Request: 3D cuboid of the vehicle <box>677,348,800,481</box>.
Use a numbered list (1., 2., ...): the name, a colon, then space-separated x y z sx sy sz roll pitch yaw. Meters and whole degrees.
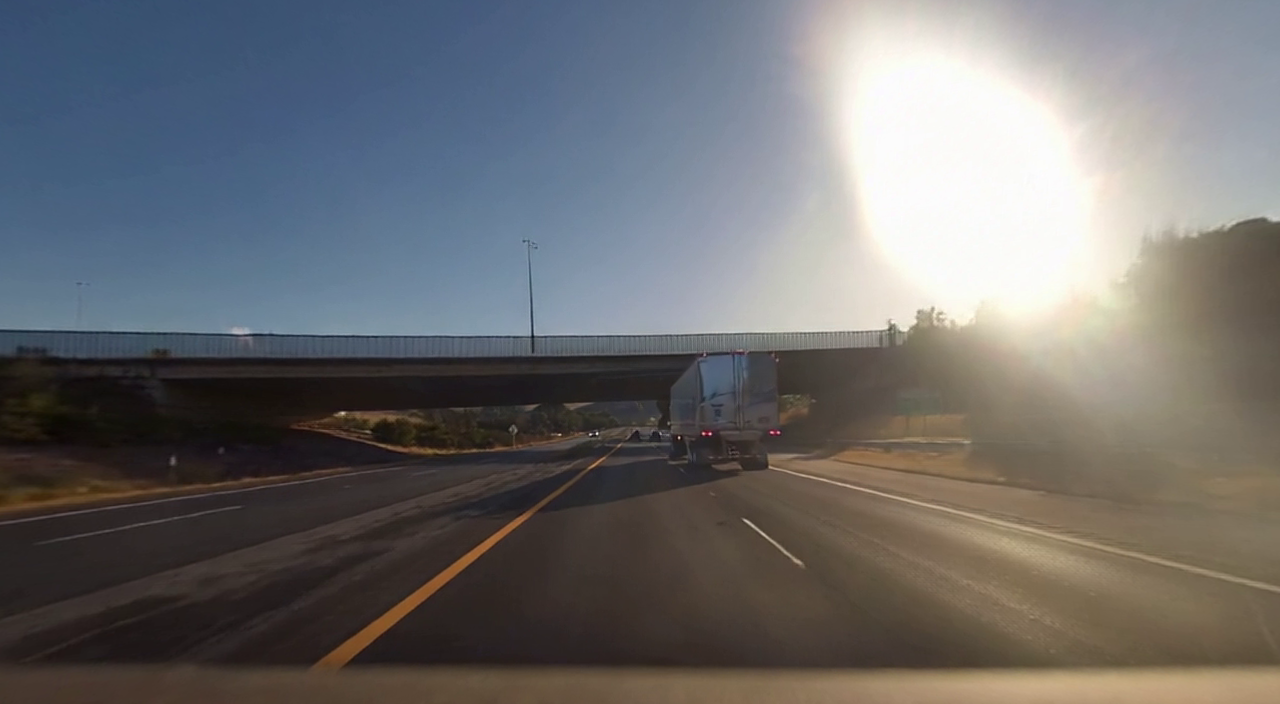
1. vehicle: 3.103 2.366 22.583 2.949 3.877 8.528 0 -8 0
